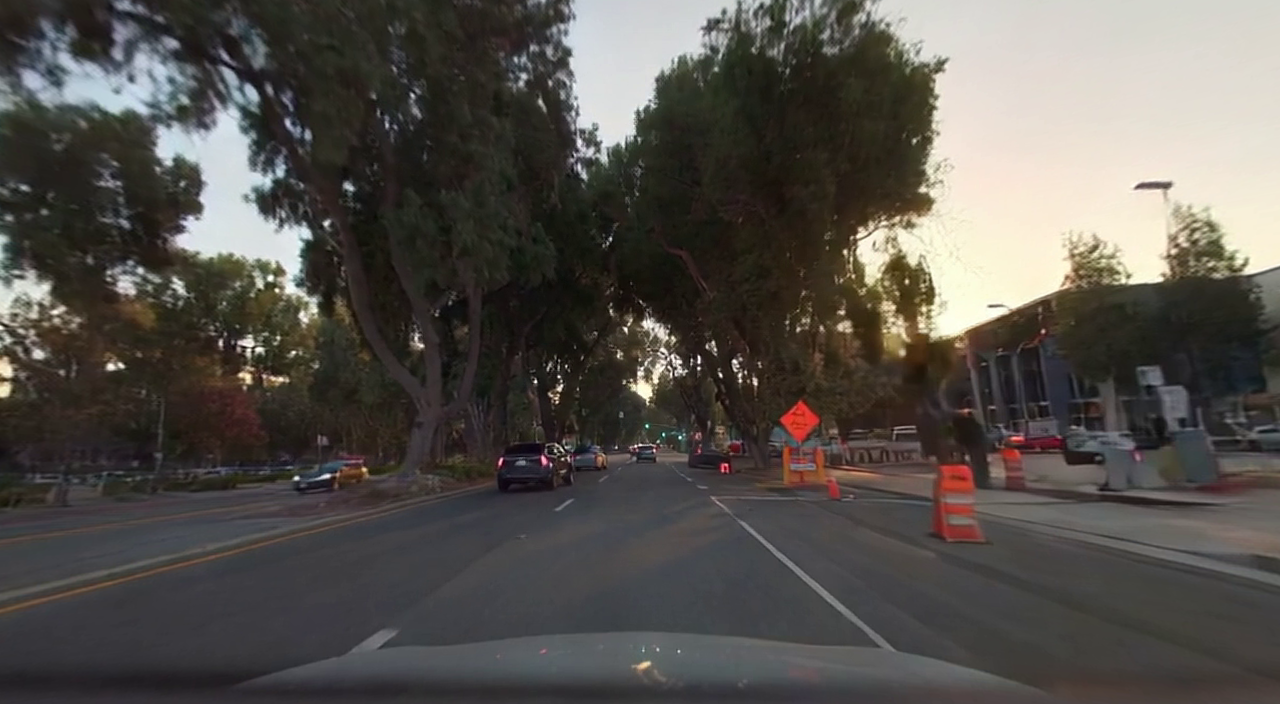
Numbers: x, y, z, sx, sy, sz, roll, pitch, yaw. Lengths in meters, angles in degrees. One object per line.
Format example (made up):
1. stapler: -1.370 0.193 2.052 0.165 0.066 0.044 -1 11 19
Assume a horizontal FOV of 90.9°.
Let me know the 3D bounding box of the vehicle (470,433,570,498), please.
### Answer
1. vehicle: -3.398 3.309 18.783 2.038 1.682 4.399 0 -8 1

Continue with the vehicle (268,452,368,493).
1. vehicle: -13.830 5.175 27.376 1.826 1.553 4.293 -1 -8 4

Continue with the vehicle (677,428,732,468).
1. vehicle: 4.316 6.633 43.659 2.760 2.465 7.936 0 -8 -1

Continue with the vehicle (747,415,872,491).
1. vehicle: 5.592 3.497 22.091 2.653 2.231 6.793 0 -8 1

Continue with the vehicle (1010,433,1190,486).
1. vehicle: 14.117 3.315 19.800 1.969 1.457 4.719 0 -8 -2
